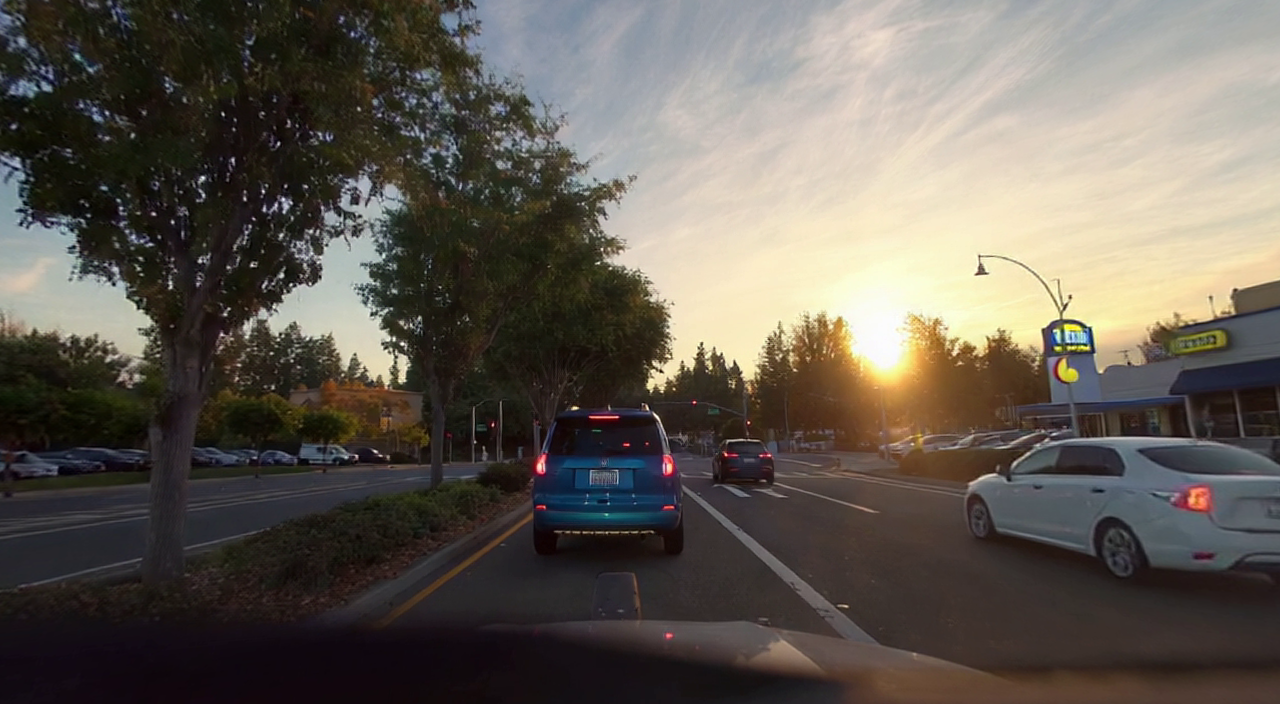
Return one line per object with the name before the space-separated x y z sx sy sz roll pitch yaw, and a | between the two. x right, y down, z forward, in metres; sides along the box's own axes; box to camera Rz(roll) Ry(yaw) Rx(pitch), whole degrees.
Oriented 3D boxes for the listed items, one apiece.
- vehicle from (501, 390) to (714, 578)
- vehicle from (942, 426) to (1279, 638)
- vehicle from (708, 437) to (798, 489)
vehicle | -0.293 1.649 8.639 2.096 1.837 4.687 0 -9 1
vehicle | 5.352 1.622 6.830 1.930 1.478 4.643 0 -9 1
vehicle | 3.695 3.743 21.593 2.098 1.555 4.778 0 -9 -1
